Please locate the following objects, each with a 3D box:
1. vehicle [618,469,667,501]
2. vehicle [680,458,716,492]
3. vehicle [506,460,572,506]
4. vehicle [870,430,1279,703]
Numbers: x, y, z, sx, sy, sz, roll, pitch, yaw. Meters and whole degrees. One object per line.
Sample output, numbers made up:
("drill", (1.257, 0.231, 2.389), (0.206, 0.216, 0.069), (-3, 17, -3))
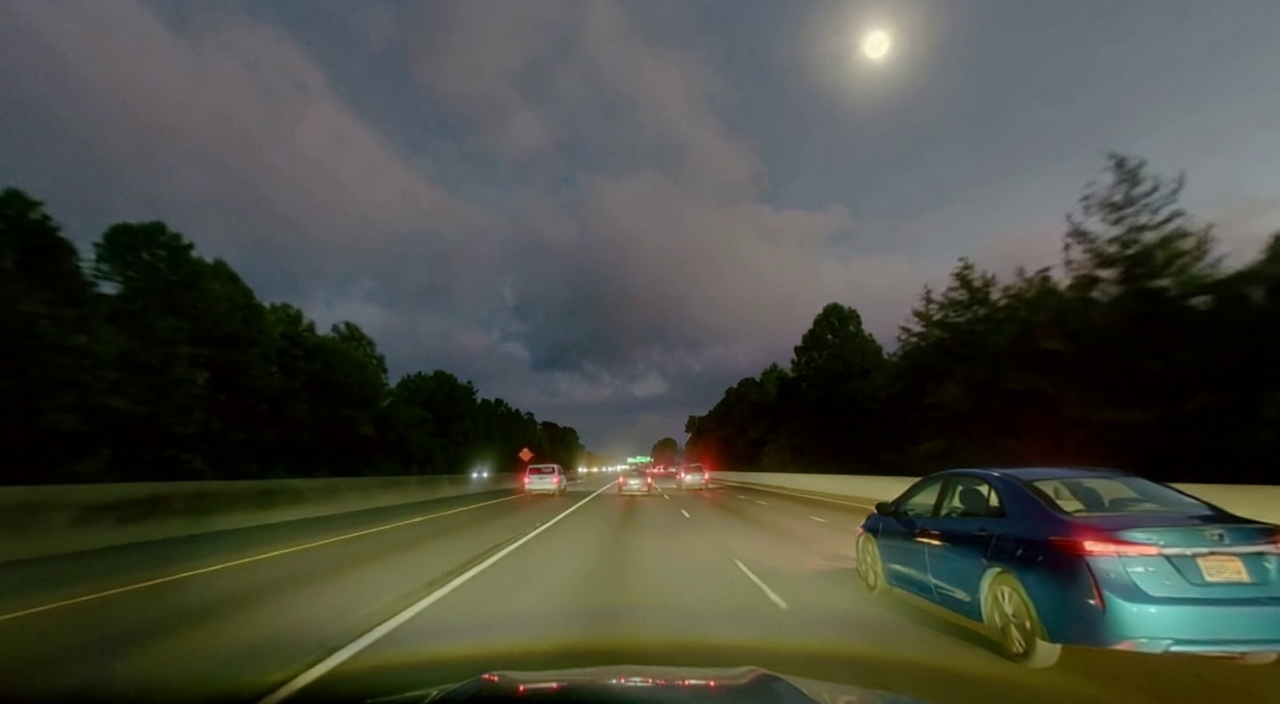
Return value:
("vehicle", (0.120, 6.473, 30.941), (2.241, 1.425, 3.973), (1, -10, 0))
("vehicle", (3.917, 8.356, 42.880), (2.030, 2.172, 3.621), (1, -10, -1))
("vehicle", (-4.118, 5.447, 26.398), (2.021, 1.706, 4.247), (1, -10, 0))
("vehicle", (3.594, 1.545, 5.142), (1.938, 1.561, 3.786), (1, -10, -1))
